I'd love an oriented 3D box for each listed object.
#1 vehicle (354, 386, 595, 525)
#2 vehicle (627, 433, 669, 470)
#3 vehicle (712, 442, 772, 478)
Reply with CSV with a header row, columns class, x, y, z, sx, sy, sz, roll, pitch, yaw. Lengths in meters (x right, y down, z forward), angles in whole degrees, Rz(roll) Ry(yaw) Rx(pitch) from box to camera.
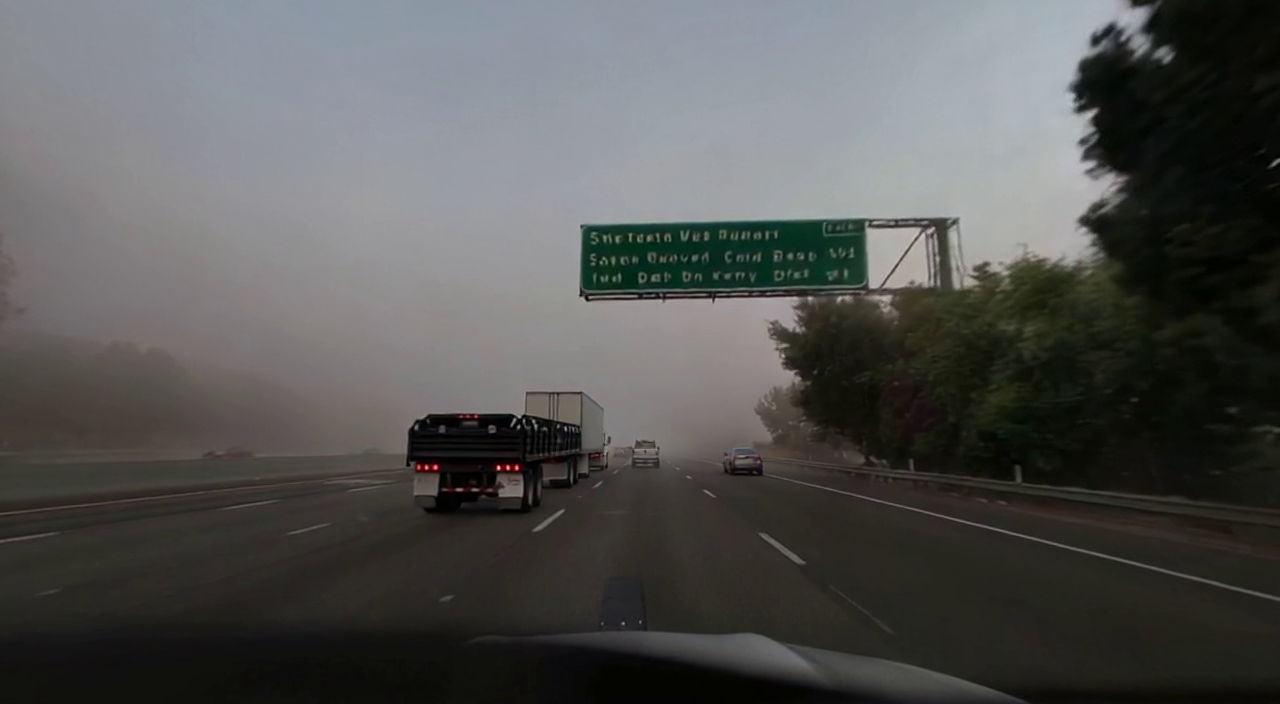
class,x,y,z,sx,sy,sz,roll,pitch,yaw
vehicle,-3.448,3.033,19.251,2.854,2.379,16.653,0,-9,0
vehicle,0.499,5.958,37.865,2.309,2.023,5.130,0,-8,1
vehicle,4.593,4.896,28.906,1.993,1.474,4.230,0,-8,-1
